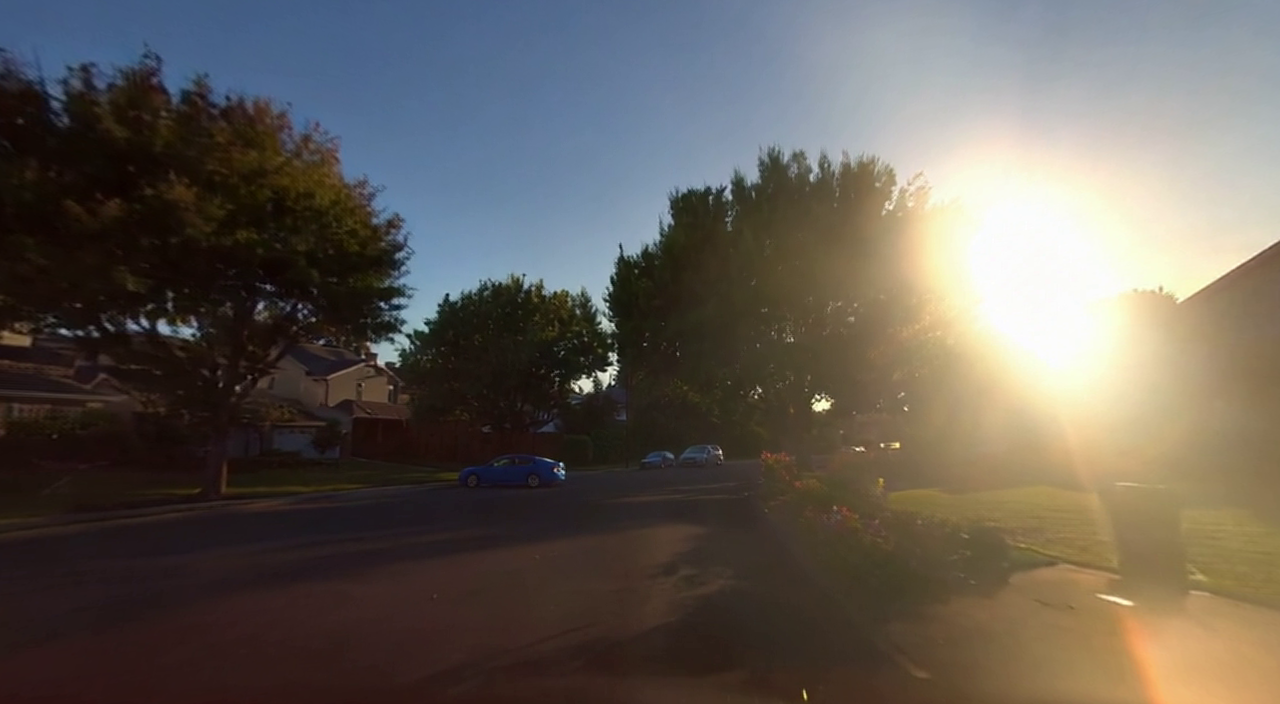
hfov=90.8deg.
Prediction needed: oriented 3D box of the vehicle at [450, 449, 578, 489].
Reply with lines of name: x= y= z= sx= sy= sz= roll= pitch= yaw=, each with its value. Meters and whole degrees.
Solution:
vehicle: x=-5.046 y=4.670 z=25.551 sx=4.653 sy=1.480 sz=1.871 roll=-2 pitch=-9 yaw=12
